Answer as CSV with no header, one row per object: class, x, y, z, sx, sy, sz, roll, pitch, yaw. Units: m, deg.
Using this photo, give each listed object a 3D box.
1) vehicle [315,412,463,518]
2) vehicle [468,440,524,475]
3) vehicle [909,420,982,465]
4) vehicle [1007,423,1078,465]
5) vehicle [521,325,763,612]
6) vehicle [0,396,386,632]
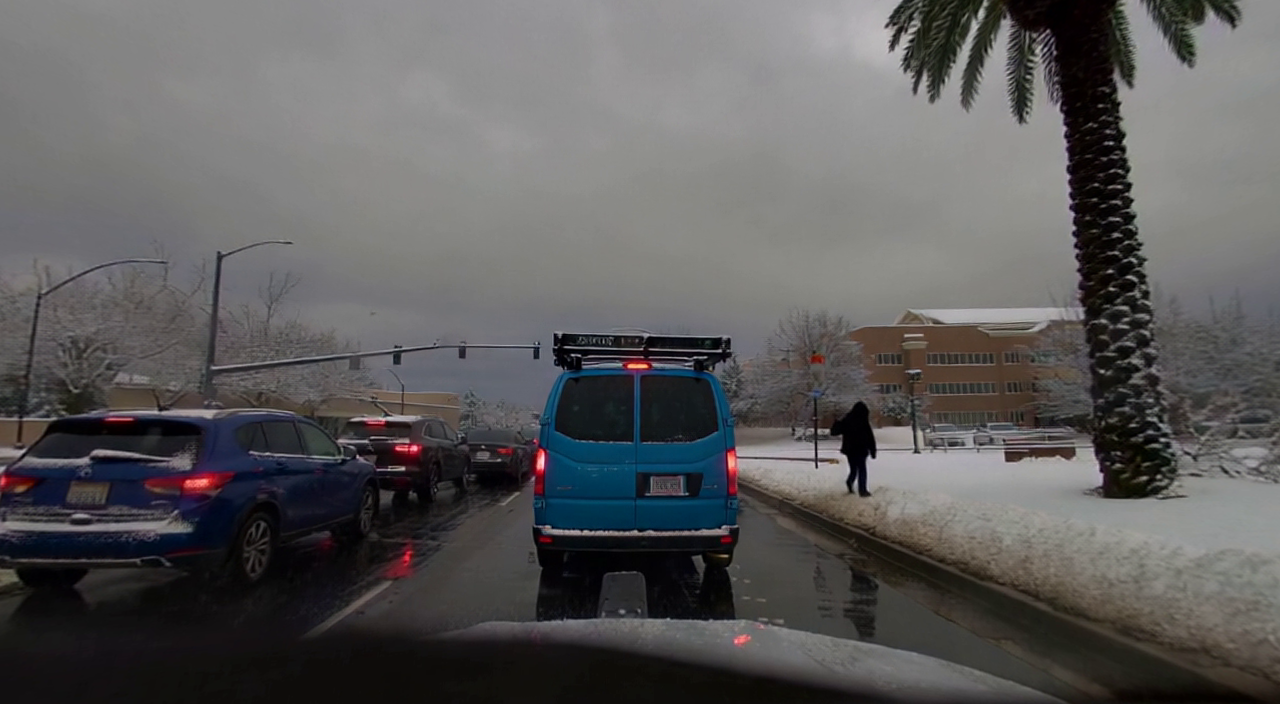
vehicle,-5.203,2.409,13.905,2.089,1.854,5.022,2,-9,-11
vehicle,-6.820,4.893,29.588,1.818,1.479,4.428,4,-9,-22
vehicle,12.659,3.762,26.048,2.046,1.675,3.924,-6,-10,33
vehicle,15.806,3.618,24.725,2.048,1.475,3.972,-6,-10,34
vehicle,-0.191,1.219,7.192,1.902,2.238,4.263,1,-9,-6
vehicle,-4.387,1.466,6.673,1.986,1.643,4.315,1,-9,-6
